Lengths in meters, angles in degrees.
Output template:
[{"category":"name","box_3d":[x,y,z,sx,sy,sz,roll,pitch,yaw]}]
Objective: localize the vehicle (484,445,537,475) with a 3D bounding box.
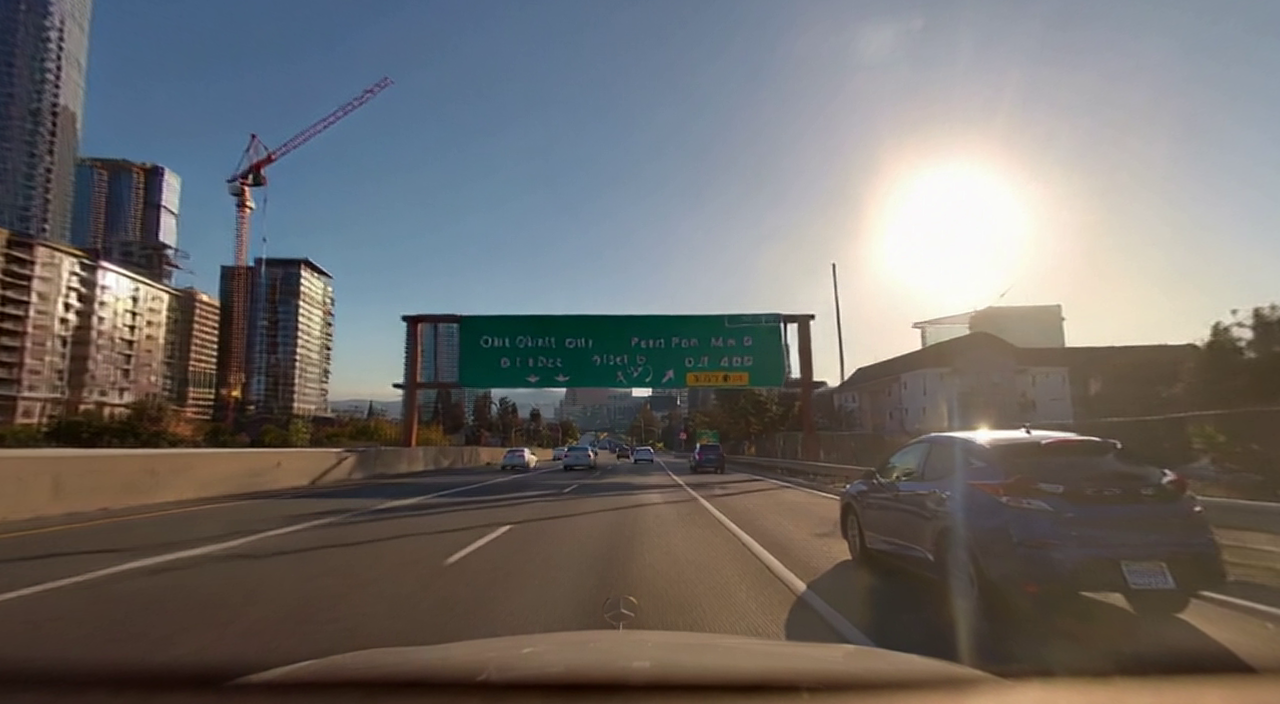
[{"category":"vehicle","box_3d":[-7.058,5.940,34.919,1.951,1.528,4.209,0,-9,2]}]

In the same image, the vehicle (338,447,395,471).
[{"category":"vehicle","box_3d":[-20.095,7.871,46.676,1.969,1.656,4.655,-1,-9,3]}]

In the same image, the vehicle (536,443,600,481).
[{"category":"vehicle","box_3d":[-3.067,4.796,27.849,2.136,1.512,4.488,0,-9,2]}]

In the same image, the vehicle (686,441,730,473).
[{"category":"vehicle","box_3d":[3.690,5.753,34.848,1.978,1.602,4.092,0,-9,1]}]
